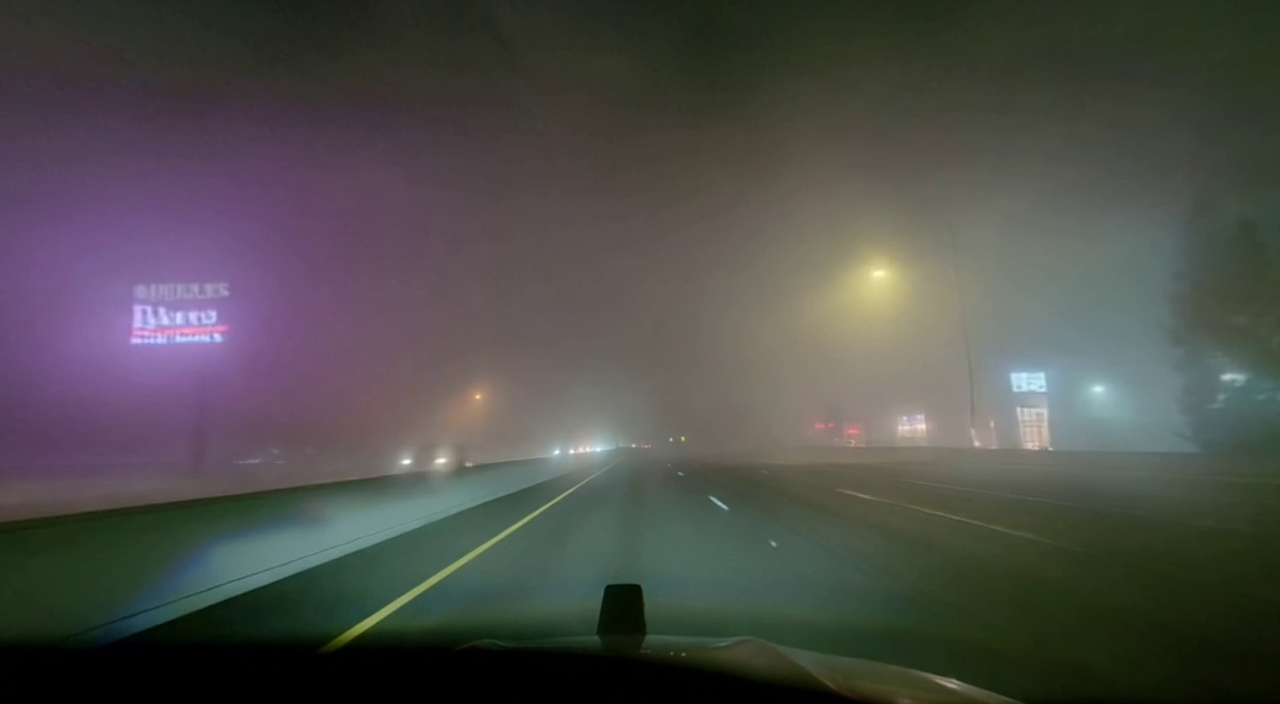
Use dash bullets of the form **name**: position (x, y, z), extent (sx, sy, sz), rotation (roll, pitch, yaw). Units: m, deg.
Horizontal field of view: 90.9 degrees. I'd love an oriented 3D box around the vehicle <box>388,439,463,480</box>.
- **vehicle**: position (-11.359, 5.729, 33.919), extent (2.163, 1.968, 5.439), rotation (0, -9, -1)
